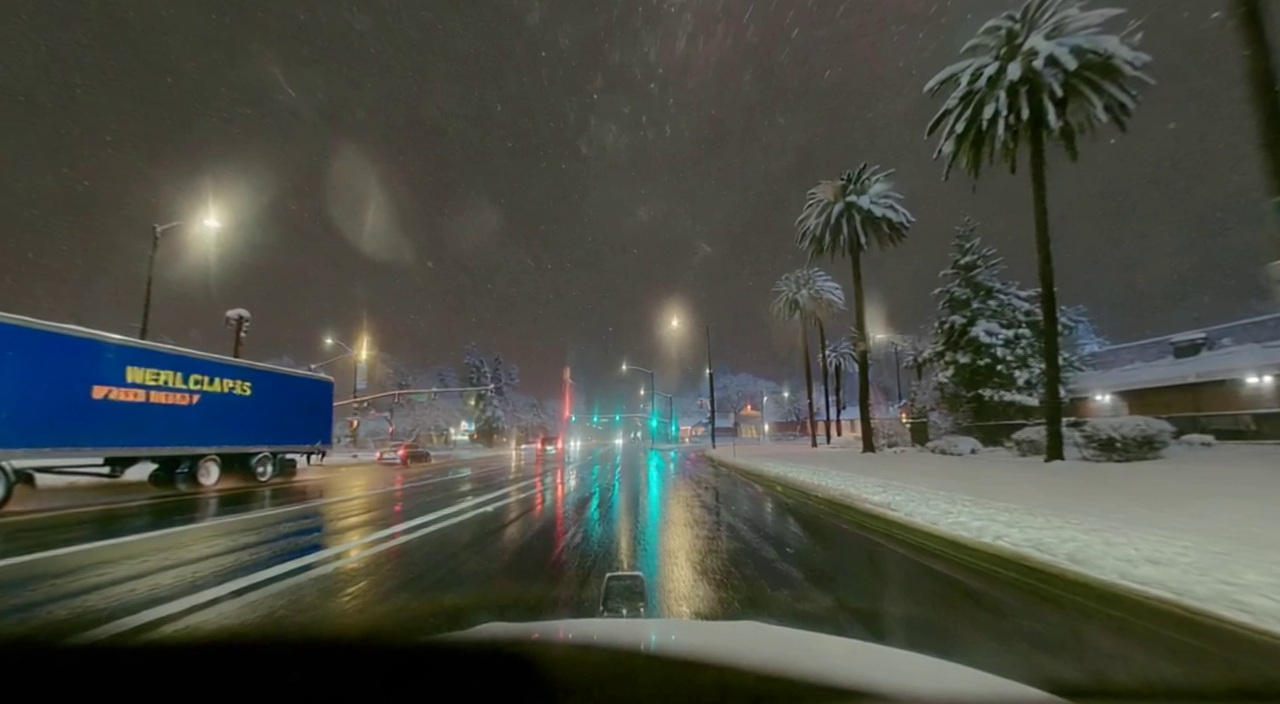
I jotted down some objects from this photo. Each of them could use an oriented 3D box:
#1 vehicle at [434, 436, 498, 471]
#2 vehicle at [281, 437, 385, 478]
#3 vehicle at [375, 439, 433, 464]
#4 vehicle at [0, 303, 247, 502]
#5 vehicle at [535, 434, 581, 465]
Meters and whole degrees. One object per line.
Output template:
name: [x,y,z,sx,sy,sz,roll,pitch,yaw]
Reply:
vehicle: [-8.525,5.009,31.169,1.977,1.584,3.983,0,-9,1]
vehicle: [-11.896,4.125,24.702,1.900,1.462,4.225,0,-9,1]
vehicle: [-14.959,6.339,40.014,1.916,1.481,4.430,0,-9,1]
vehicle: [-15.066,1.063,13.253,2.961,4.167,16.429,0,-8,0]
vehicle: [-4.947,5.962,38.541,2.114,1.784,4.450,0,-9,1]
